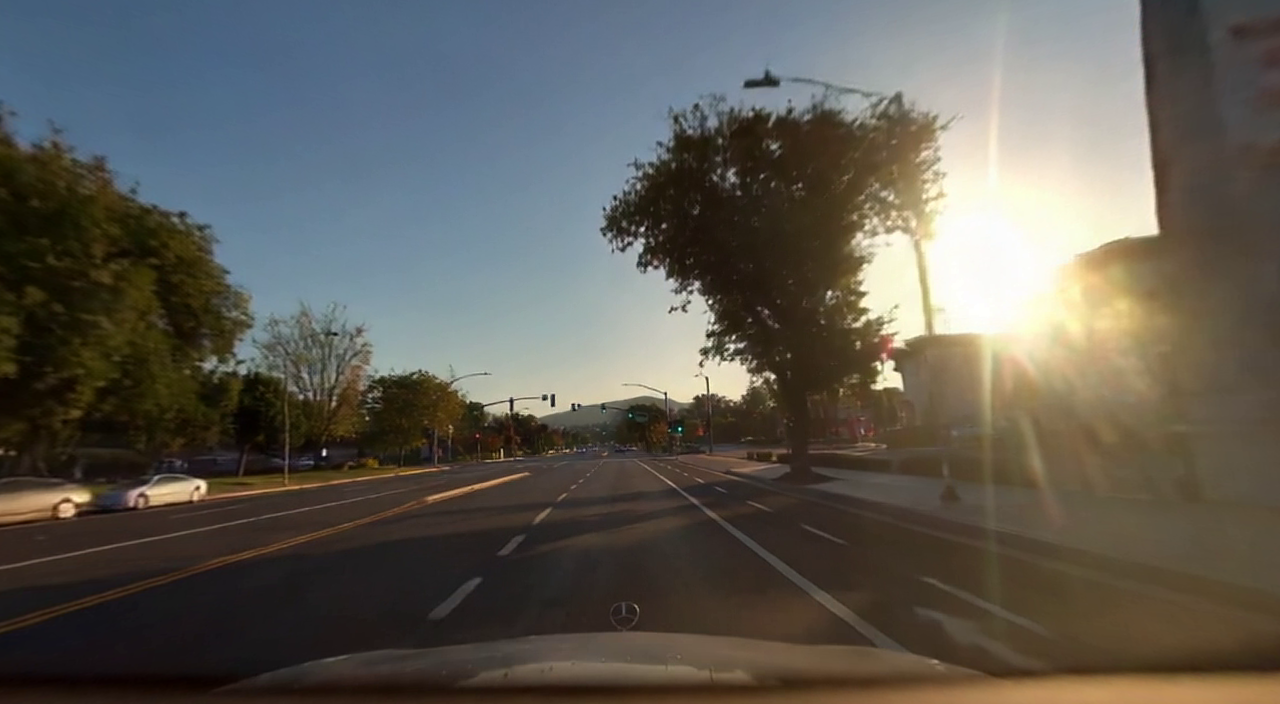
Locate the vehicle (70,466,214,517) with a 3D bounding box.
[{"bbox_3d":[-18.178,5.068,23.314,1.869,1.541,4.354,0,-9,-2],"label":"vehicle"}]
